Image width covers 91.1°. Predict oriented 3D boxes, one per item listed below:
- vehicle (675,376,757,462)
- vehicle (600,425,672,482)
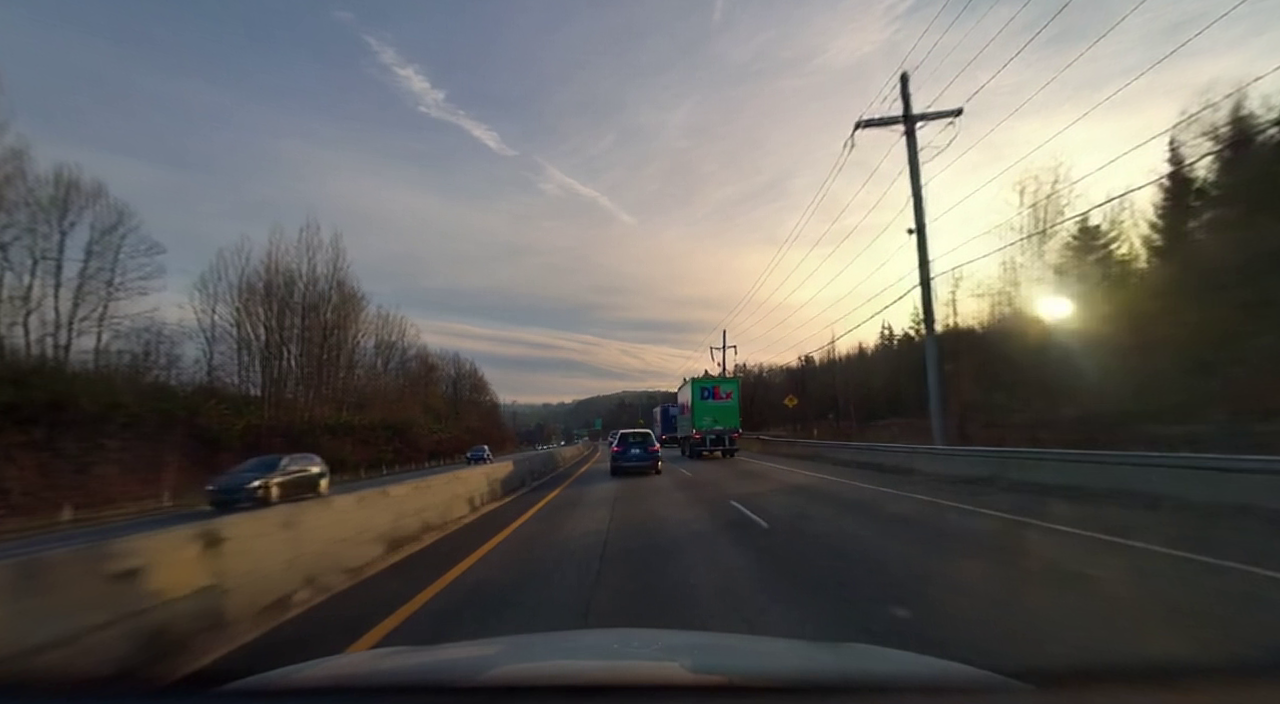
[{"bbox_3d":[3.639,3.590,32.700,2.835,3.872,8.916,0,-8,-2],"label":"vehicle"},{"bbox_3d":[-0.187,3.151,19.833,2.062,1.581,3.914,0,-8,-2],"label":"vehicle"}]
